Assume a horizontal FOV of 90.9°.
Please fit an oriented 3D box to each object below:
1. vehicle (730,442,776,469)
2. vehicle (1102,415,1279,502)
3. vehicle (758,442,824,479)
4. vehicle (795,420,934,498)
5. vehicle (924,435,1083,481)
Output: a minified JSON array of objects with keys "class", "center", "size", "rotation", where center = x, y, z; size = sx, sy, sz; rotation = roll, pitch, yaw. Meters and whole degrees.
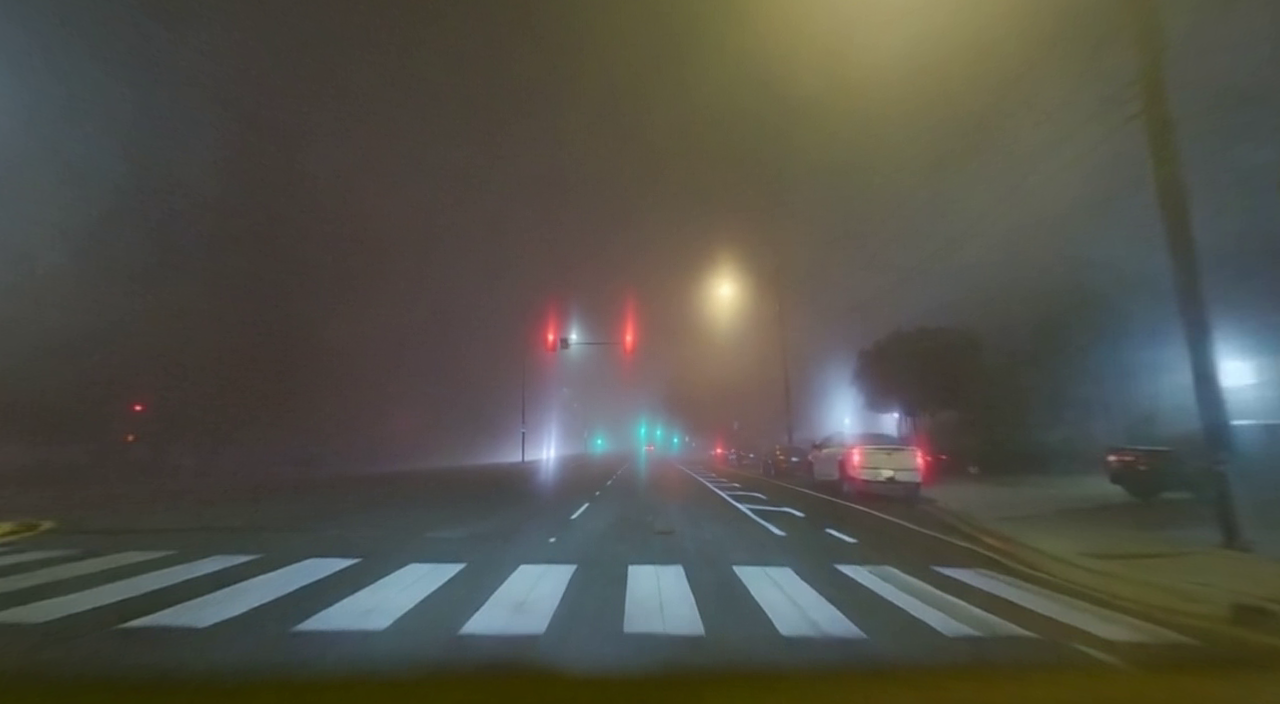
[{"class":"vehicle","center":[6.525,6.011,36.819],"size":[1.976,1.498,4.390],"rotation":[0,-9,1]},{"class":"vehicle","center":[12.269,2.070,12.414],"size":[4.585,1.564,2.078],"rotation":[-3,-9,19]},{"class":"vehicle","center":[6.421,4.648,27.381],"size":[1.936,1.456,4.445],"rotation":[0,-9,2]},{"class":"vehicle","center":[6.311,3.089,18.505],"size":[2.293,1.942,5.004],"rotation":[0,-9,1]},{"class":"vehicle","center":[12.313,3.620,21.735],"size":[4.452,1.459,2.001],"rotation":[-4,-9,23]}]
